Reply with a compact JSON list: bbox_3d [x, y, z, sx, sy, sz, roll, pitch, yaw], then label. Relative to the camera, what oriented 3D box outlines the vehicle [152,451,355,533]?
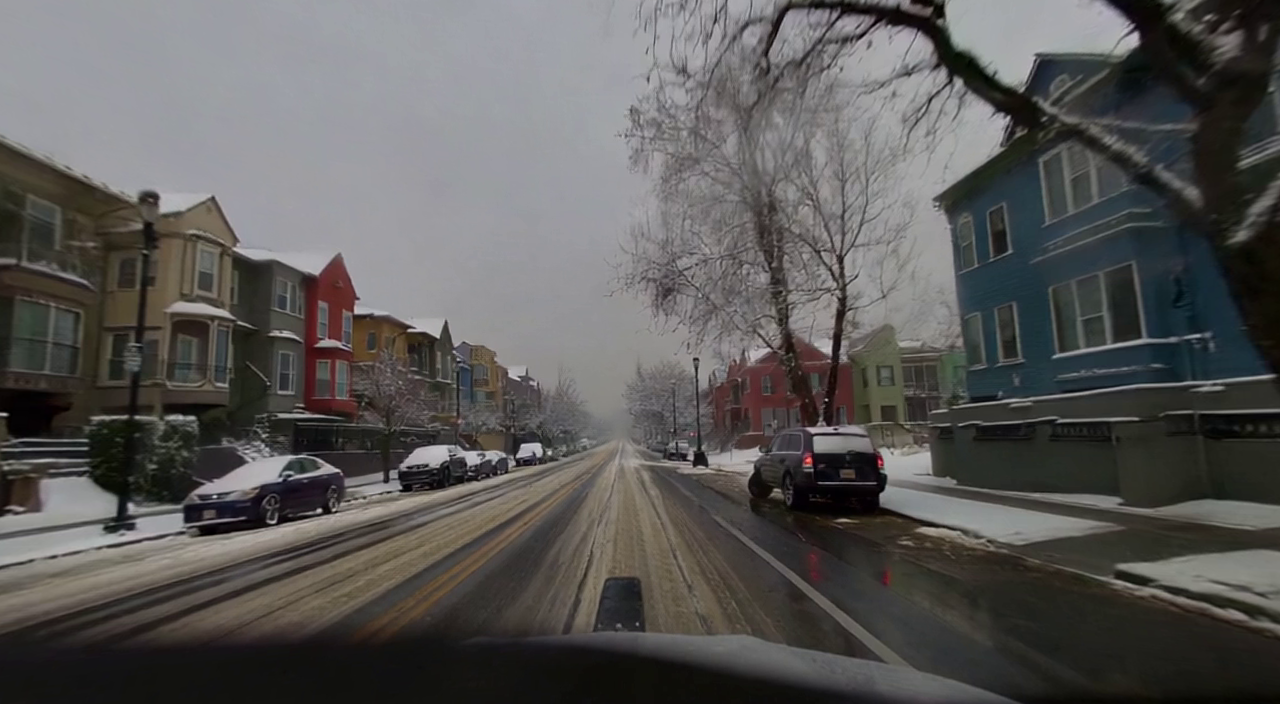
[{"bbox_3d":[-8.447,3.052,14.430,1.983,1.514,4.459,0,-9,-3],"label":"vehicle"}]

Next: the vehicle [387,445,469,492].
[{"bbox_3d":[-8.464,4.677,25.681,1.919,1.698,4.328,-1,-9,-1],"label":"vehicle"}]

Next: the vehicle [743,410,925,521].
[{"bbox_3d":[4.132,2.571,14.840,2.393,2.075,5.683,0,-8,-1],"label":"vehicle"}]
